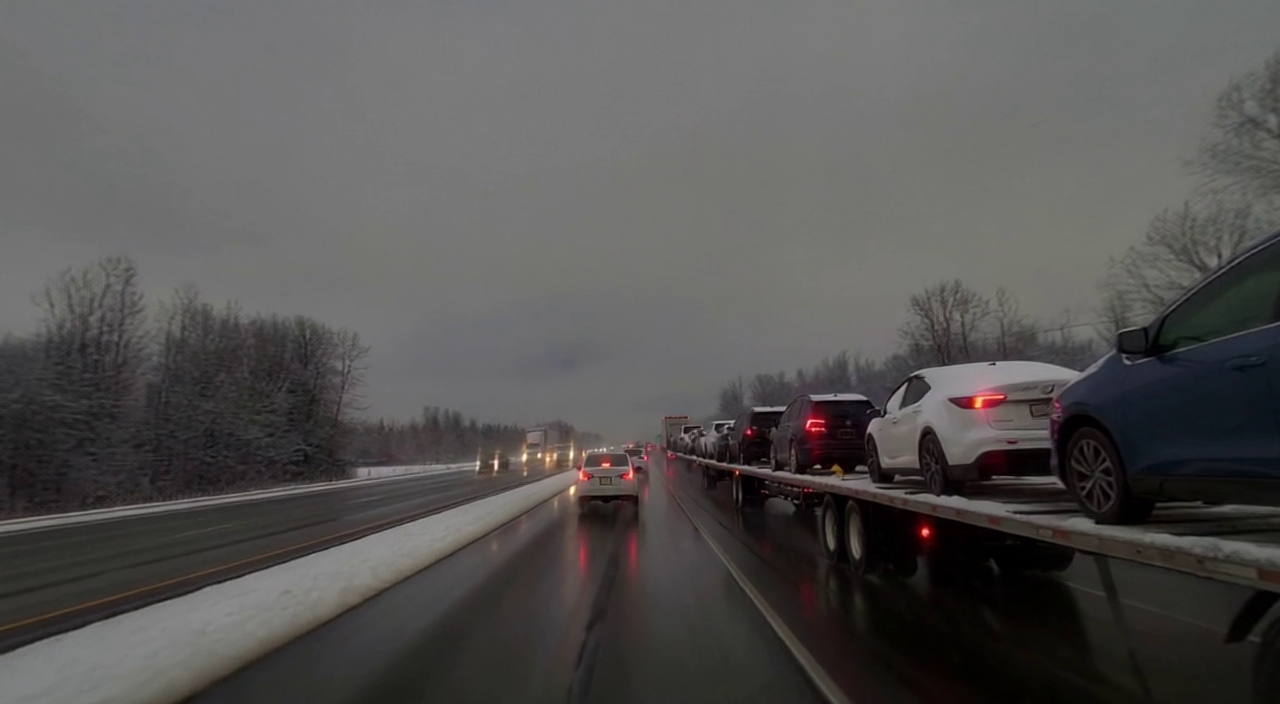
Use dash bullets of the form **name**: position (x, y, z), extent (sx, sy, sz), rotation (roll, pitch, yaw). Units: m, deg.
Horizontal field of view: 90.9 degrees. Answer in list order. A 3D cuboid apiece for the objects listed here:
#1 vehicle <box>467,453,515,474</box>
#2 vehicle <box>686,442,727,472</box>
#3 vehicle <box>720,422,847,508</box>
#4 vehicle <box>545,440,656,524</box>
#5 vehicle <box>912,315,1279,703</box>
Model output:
- **vehicle**: position (-11.580, 8.720, 49.375), extent (2.431, 1.508, 4.935), rotation (0, -9, 1)
- **vehicle**: position (3.887, 6.210, 37.473), extent (1.938, 1.660, 4.223), rotation (0, -9, -1)
- **vehicle**: position (3.429, 2.812, 15.991), extent (2.303, 1.889, 3.920), rotation (0, -9, 0)
- **vehicle**: position (-0.695, 2.627, 13.183), extent (1.991, 1.466, 3.675), rotation (0, -9, 0)
- **vehicle**: position (3.482, 0.911, 3.452), extent (1.959, 1.783, 4.407), rotation (0, -9, 0)
